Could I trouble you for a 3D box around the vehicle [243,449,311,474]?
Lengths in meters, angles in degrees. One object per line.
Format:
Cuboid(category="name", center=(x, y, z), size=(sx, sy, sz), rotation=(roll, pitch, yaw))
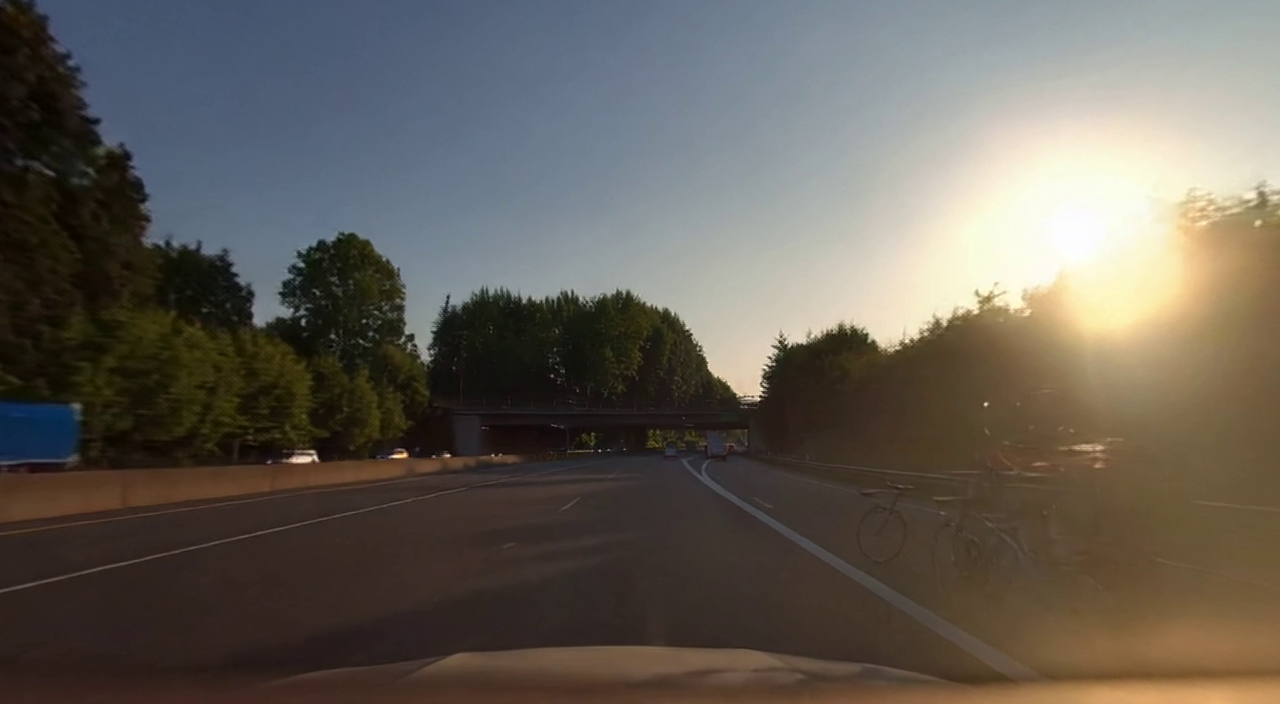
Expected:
Cuboid(category="vehicle", center=(-25.047, 7.560, 43.670), size=(1.955, 1.626, 4.310), rotation=(0, -9, 2))
